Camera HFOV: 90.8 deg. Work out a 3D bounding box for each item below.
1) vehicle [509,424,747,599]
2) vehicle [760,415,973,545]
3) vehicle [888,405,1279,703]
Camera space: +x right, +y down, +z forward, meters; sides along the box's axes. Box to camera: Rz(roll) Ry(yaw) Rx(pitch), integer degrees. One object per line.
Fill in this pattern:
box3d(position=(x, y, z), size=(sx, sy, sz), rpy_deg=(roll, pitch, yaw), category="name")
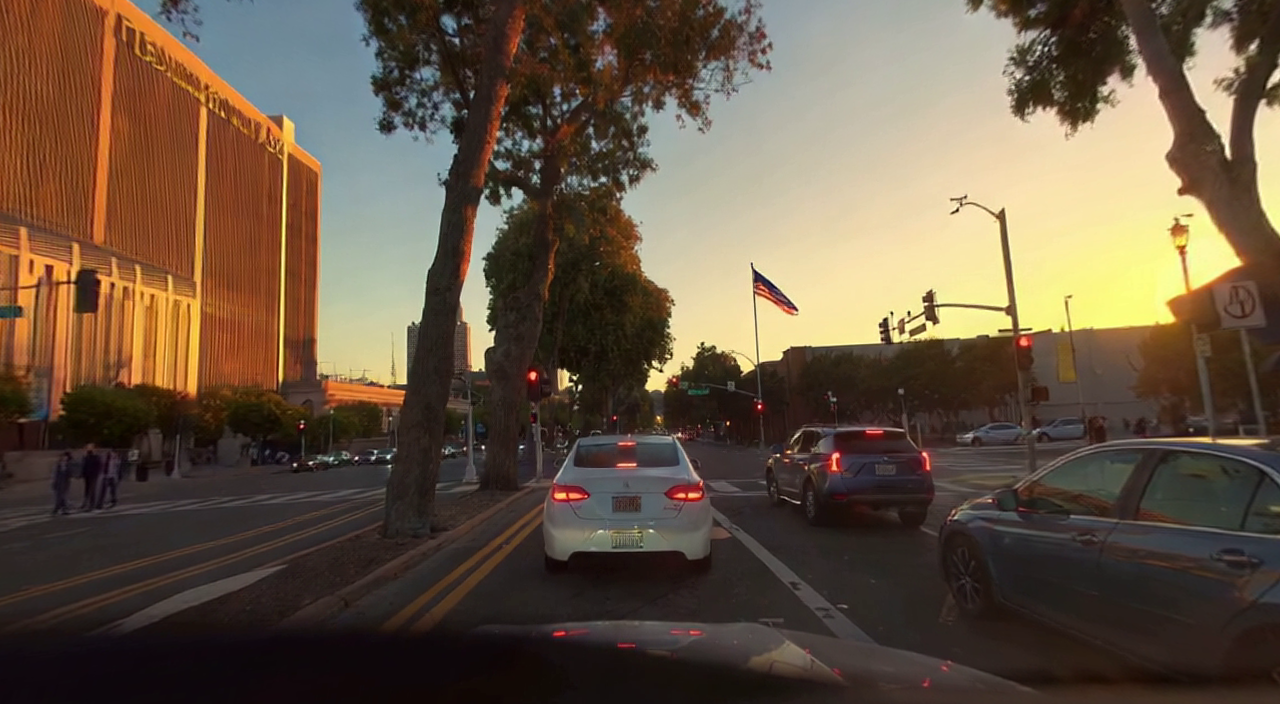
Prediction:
box3d(position=(-0.109, 1.693, 7.529), size=(2.096, 1.521, 3.747), rpy_deg=(0, -8, 0), category="vehicle")
box3d(position=(3.514, 2.081, 10.949), size=(1.978, 1.738, 4.599), rpy_deg=(0, -8, 0), category="vehicle")
box3d(position=(3.376, 1.173, 3.996), size=(1.833, 1.465, 4.258), rpy_deg=(0, -8, -1), category="vehicle")
